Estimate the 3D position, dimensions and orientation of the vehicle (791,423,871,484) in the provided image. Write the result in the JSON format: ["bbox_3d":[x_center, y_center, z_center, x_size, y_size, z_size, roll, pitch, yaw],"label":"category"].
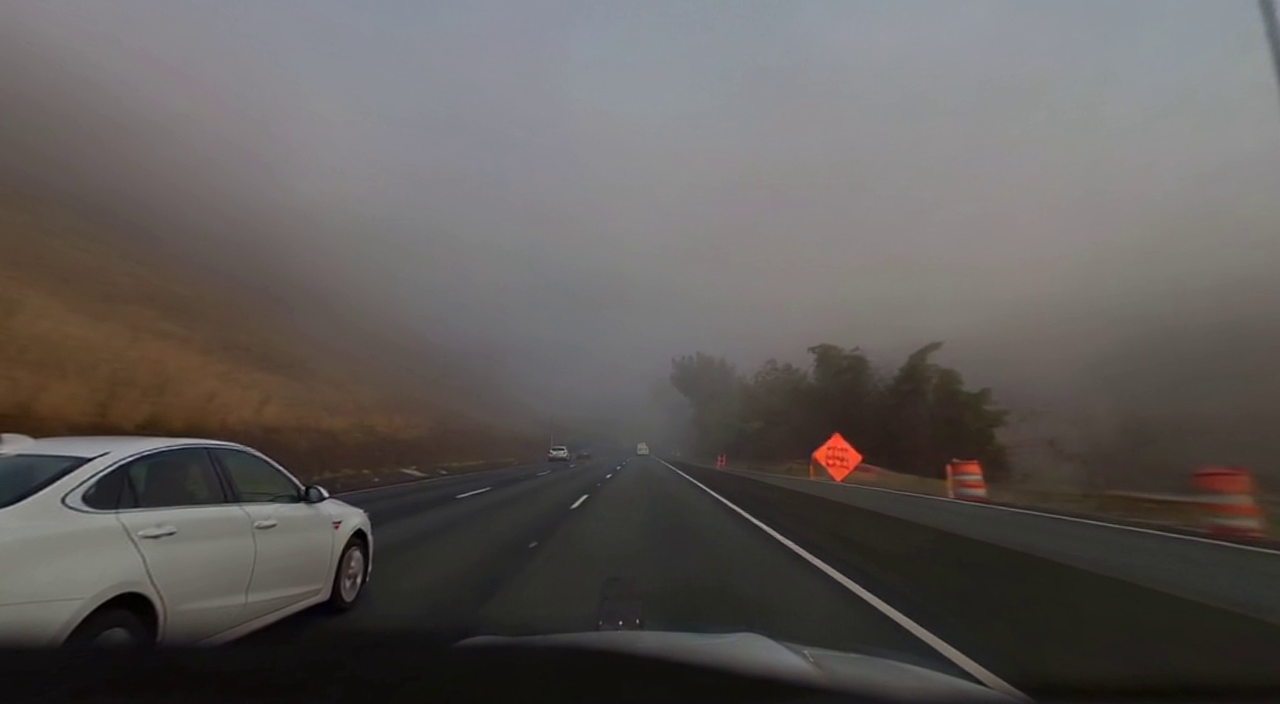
[{"bbox_3d":[10.145,5.445,34.081,2.522,2.907,5.675,-2,-8,1],"label":"vehicle"}]
